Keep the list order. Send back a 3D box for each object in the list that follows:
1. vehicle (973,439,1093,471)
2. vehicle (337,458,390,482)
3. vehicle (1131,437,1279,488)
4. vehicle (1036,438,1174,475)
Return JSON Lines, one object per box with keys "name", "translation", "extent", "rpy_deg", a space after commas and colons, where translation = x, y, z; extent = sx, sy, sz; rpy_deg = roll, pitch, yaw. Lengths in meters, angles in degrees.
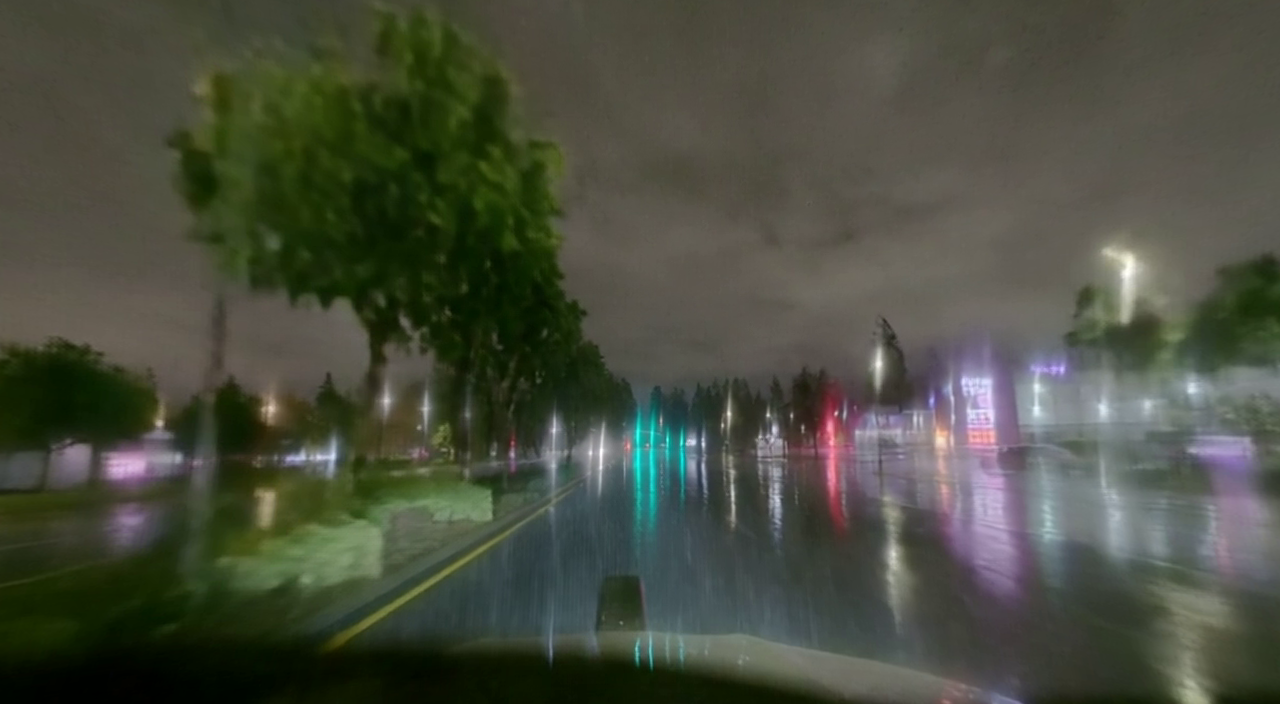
{"name": "vehicle", "translation": [20.302, 5.338, 32.834], "extent": [4.762, 1.550, 2.089], "rpy_deg": [-1, -9, 3]}
{"name": "vehicle", "translation": [-19.474, 8.336, 44.753], "extent": [1.889, 1.497, 4.478], "rpy_deg": [-3, -9, -2]}
{"name": "vehicle", "translation": [19.935, 3.888, 22.187], "extent": [3.717, 1.364, 1.861], "rpy_deg": [-5, -11, -1]}
{"name": "vehicle", "translation": [20.177, 4.565, 27.580], "extent": [4.333, 1.507, 2.101], "rpy_deg": [0, -9, 0]}
